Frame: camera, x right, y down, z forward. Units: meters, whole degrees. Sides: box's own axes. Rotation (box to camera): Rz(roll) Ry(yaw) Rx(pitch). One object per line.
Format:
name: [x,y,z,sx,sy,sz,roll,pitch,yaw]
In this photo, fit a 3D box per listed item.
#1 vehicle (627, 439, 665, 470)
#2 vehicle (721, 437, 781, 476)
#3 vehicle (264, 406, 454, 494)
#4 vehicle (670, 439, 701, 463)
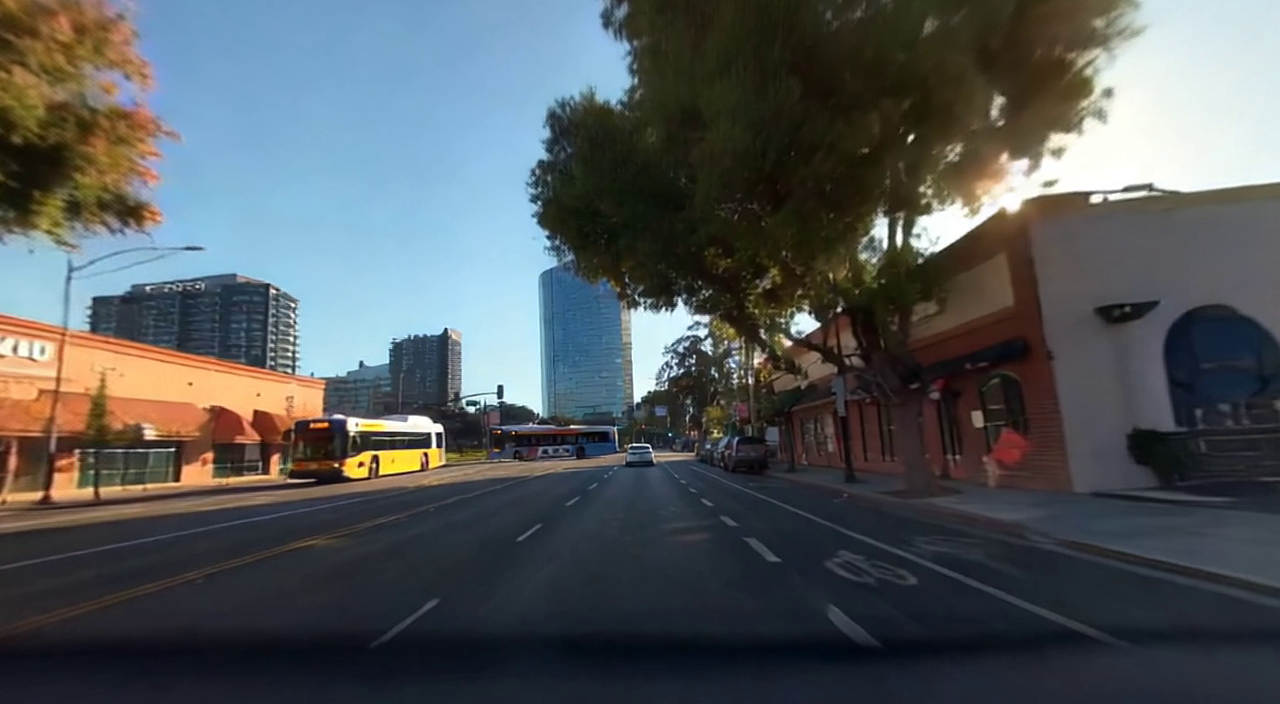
vehicle: [0.310,6.131,37.866,2.089,1.699,4.650,1,-9,-1]
vehicle: [5.162,4.944,29.964,2.014,1.681,4.332,0,-9,-1]
vehicle: [-12.628,4.682,30.420,3.356,3.365,12.460,0,-9,1]
vehicle: [3.337,7.421,47.075,2.222,1.688,3.952,0,-9,3]
